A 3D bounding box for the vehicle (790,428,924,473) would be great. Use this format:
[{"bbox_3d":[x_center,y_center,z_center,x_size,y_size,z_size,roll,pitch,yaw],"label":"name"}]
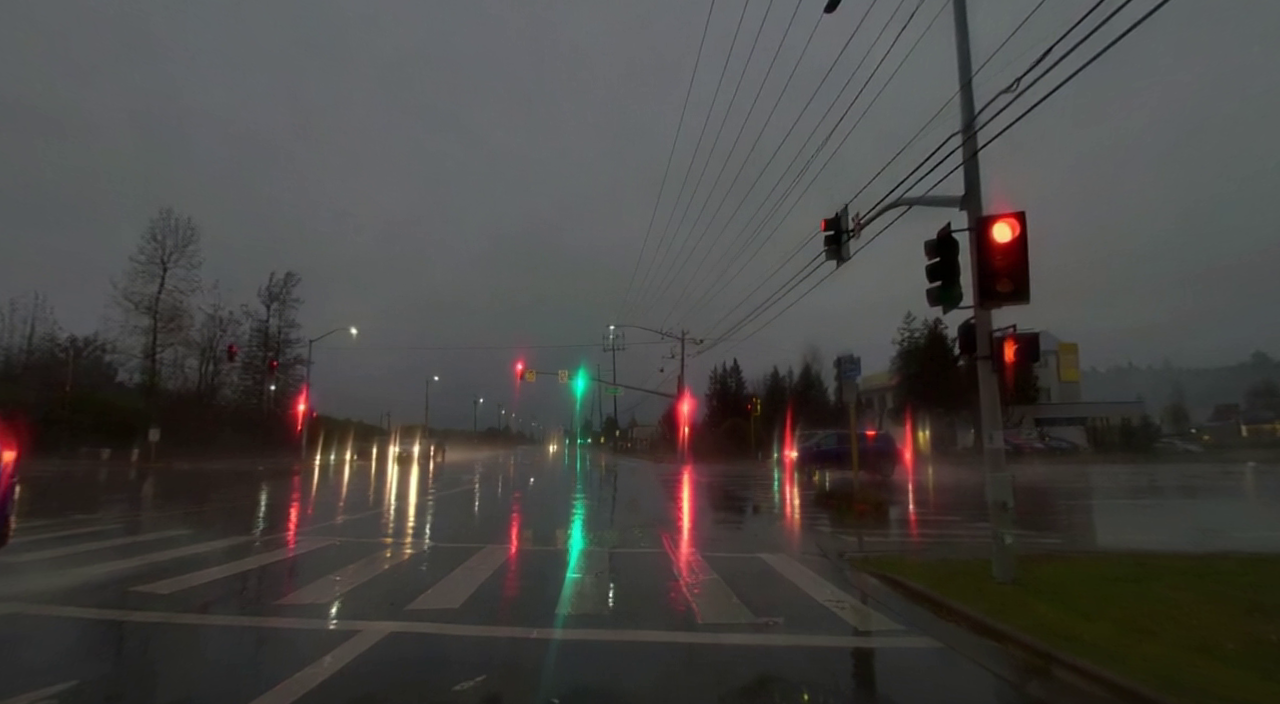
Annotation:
[{"bbox_3d":[8.700,4.018,25.724,4.884,1.714,2.021,-2,-9,12],"label":"vehicle"}]
